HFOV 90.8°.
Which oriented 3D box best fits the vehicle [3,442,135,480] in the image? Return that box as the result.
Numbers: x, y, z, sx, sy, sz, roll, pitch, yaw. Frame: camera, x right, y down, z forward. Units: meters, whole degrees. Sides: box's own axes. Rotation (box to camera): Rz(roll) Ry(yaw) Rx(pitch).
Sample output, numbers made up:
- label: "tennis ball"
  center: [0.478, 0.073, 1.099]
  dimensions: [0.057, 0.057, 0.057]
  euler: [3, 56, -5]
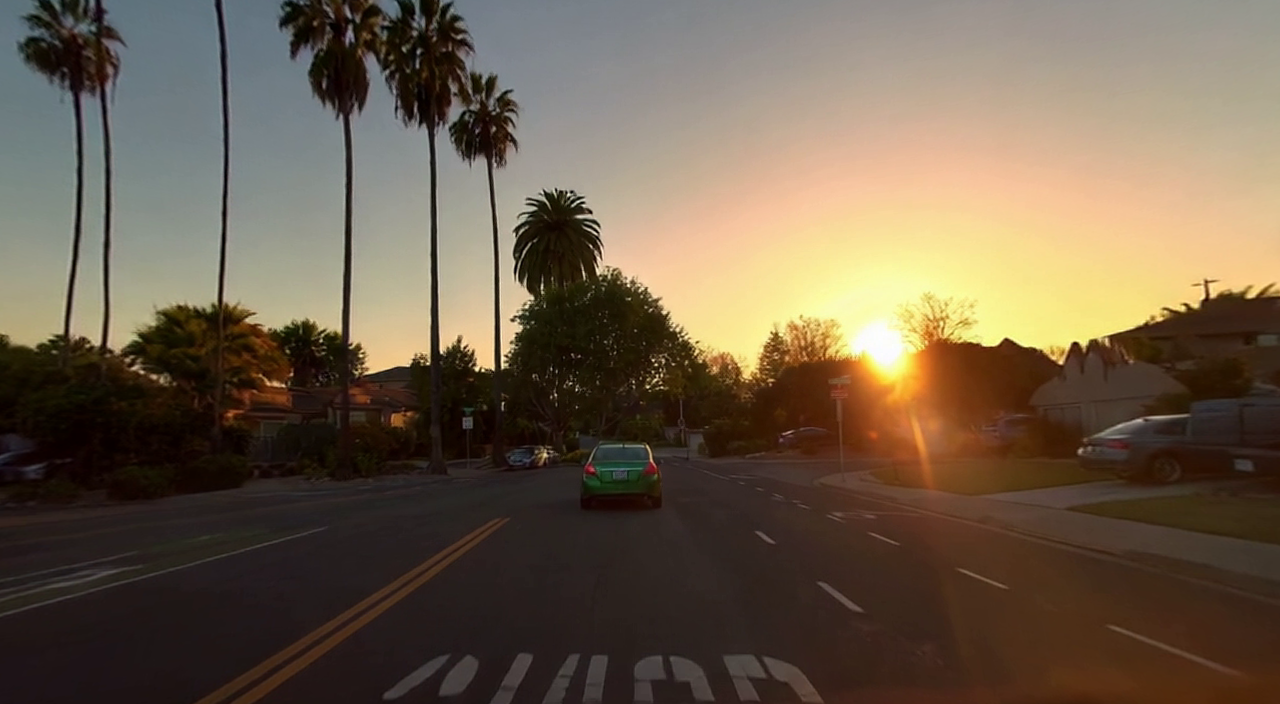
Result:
- label: "vehicle"
  center: [-29.372, 5.596, 32.737]
  dimensions: [1.918, 1.821, 4.769]
  euler: [-1, -9, 10]

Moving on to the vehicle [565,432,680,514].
- label: "vehicle"
  center: [-0.364, 2.543, 13.729]
  dimensions: [2.098, 1.483, 4.099]
  euler: [0, -9, -1]

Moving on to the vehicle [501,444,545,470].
- label: "vehicle"
  center: [-8.042, 7.201, 43.658]
  dimensions: [2.069, 1.441, 4.368]
  euler: [-3, -7, 1]

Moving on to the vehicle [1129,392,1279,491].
- label: "vehicle"
  center: [13.759, 1.888, 13.372]
  dimensions: [4.913, 1.930, 2.020]
  euler: [-1, -9, 5]
